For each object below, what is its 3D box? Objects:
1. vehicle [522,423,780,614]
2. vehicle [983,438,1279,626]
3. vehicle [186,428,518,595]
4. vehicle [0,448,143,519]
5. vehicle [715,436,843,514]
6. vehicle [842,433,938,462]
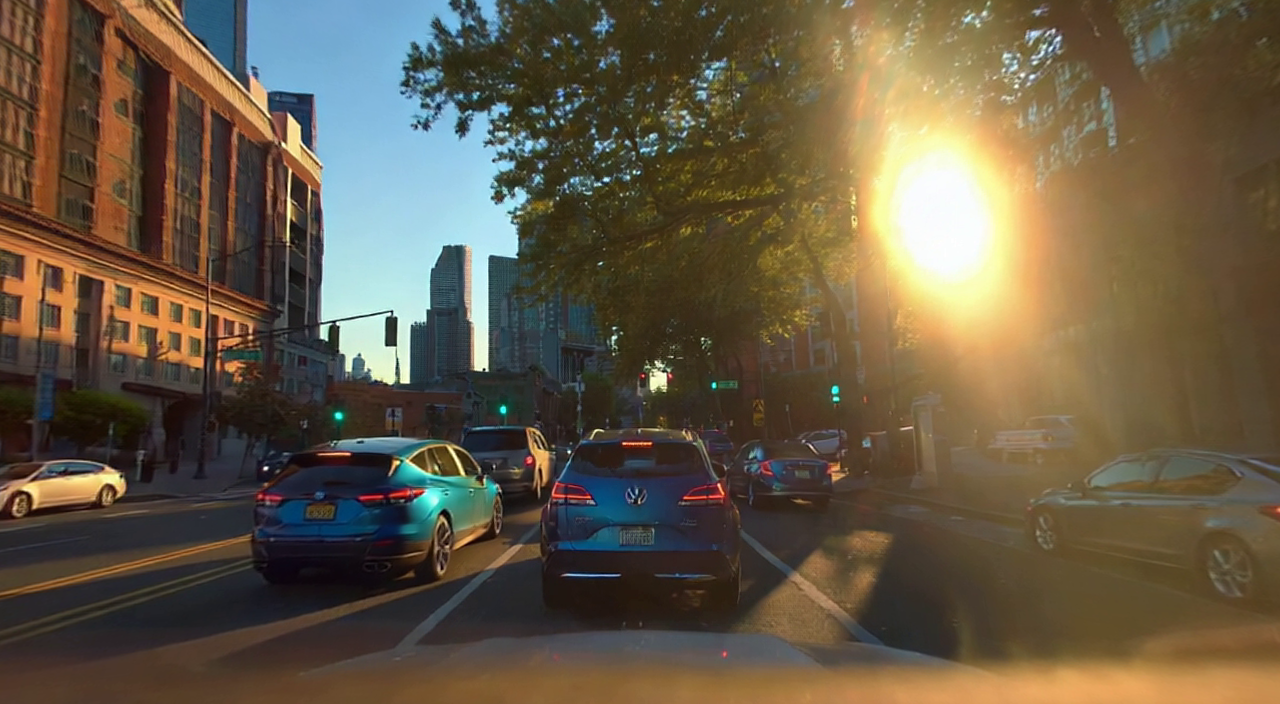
[{"bbox_3d":[0.081,1.586,6.826,2.022,1.481,3.564,0,-9,0],"label":"vehicle"},{"bbox_3d":[5.964,1.702,6.879,1.873,1.453,4.579,0,-9,0],"label":"vehicle"},{"bbox_3d":[-3.006,1.755,7.805,2.131,1.486,4.089,0,-9,1],"label":"vehicle"},{"bbox_3d":[-16.238,3.444,17.007,1.914,1.690,4.461,0,-9,1],"label":"vehicle"},{"bbox_3d":[2.986,2.736,14.497,2.018,1.529,3.880,0,-9,0],"label":"vehicle"},{"bbox_3d":[16.357,6.272,41.512,5.345,1.811,2.175,0,-9,-1],"label":"vehicle"}]
